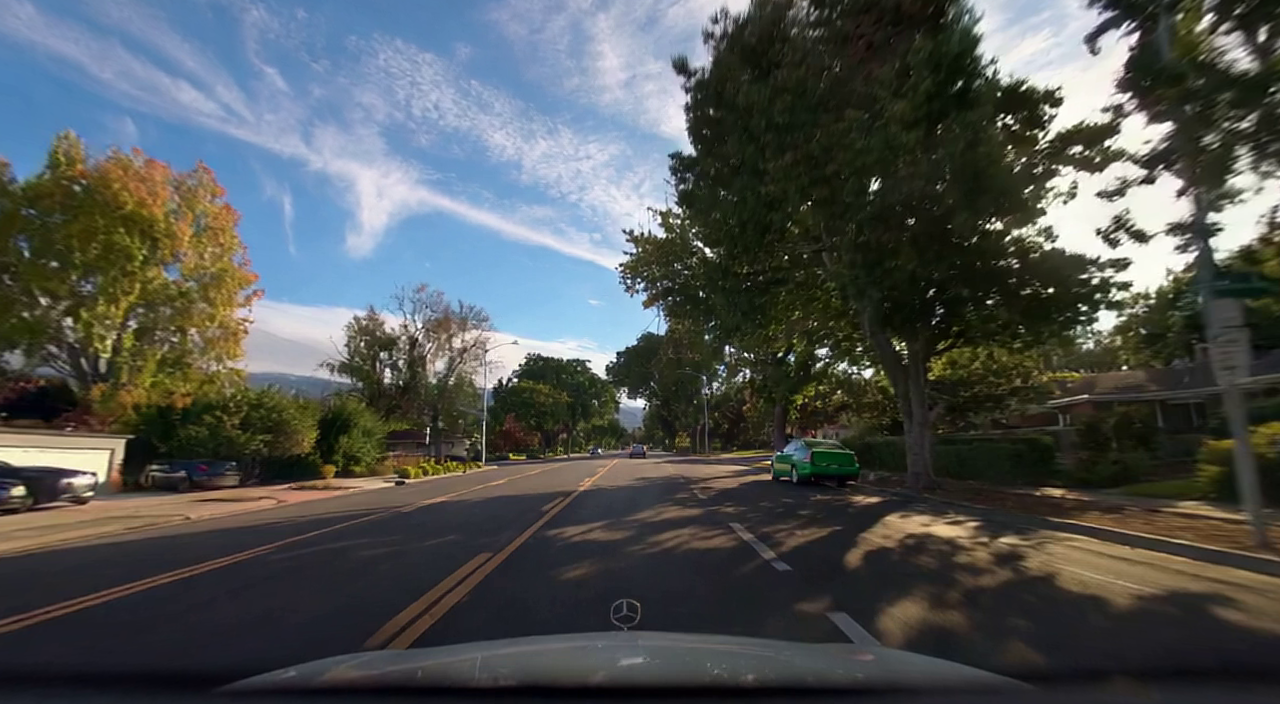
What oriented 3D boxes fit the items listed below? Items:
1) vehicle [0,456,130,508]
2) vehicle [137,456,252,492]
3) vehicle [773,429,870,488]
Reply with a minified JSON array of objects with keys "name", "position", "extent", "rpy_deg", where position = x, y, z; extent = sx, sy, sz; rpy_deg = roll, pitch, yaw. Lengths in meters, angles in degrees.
[{"name":"vehicle","position":[-18.238,3.869,18.972],"extent":[4.209,1.420,1.865],"rpy_deg":[0,-9,2]},{"name":"vehicle","position":[-21.600,5.922,30.754],"extent":[4.222,1.596,1.968],"rpy_deg":[-2,-8,6]},{"name":"vehicle","position":[6.462,3.865,23.131],"extent":[2.116,1.844,4.792],"rpy_deg":[2,-9,-1]}]
